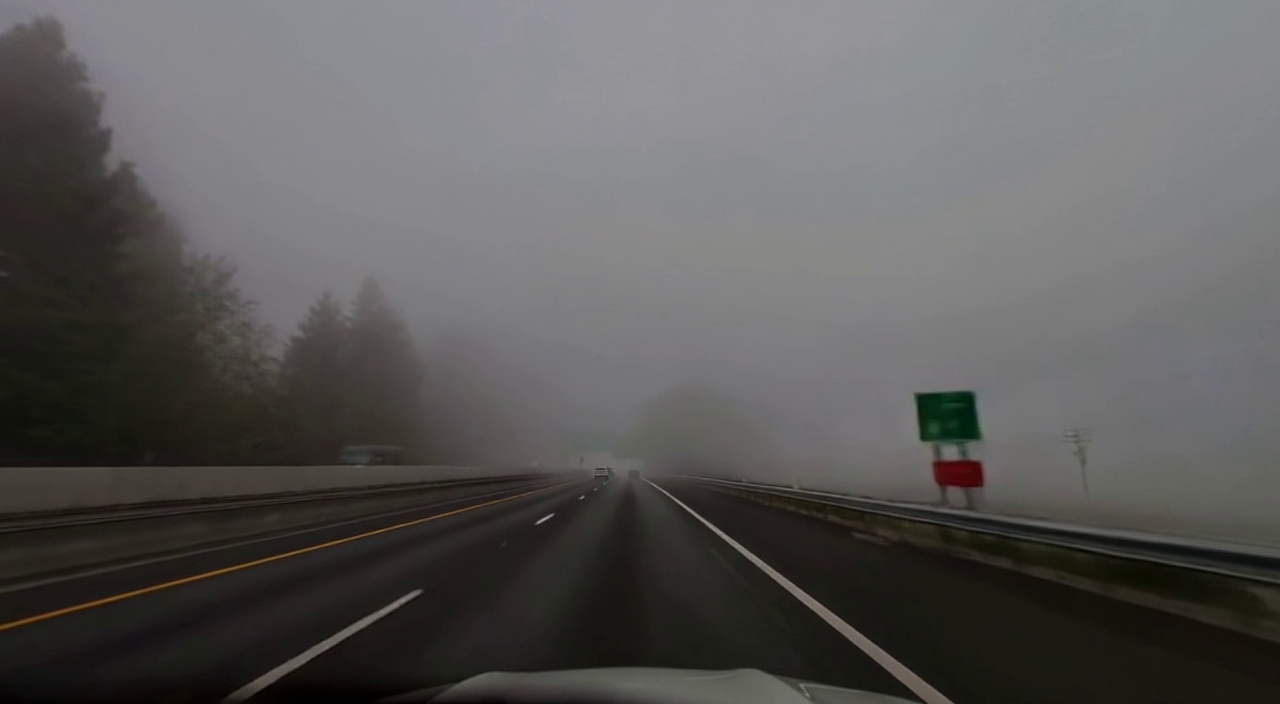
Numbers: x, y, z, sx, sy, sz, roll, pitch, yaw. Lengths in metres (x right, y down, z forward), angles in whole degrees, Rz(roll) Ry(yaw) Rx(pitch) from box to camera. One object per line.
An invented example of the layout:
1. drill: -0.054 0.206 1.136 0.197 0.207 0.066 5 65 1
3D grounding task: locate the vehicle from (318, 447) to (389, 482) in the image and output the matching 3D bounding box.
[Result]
1. vehicle: -17.159 6.802 38.052 2.024 1.908 4.774 1 -10 0
